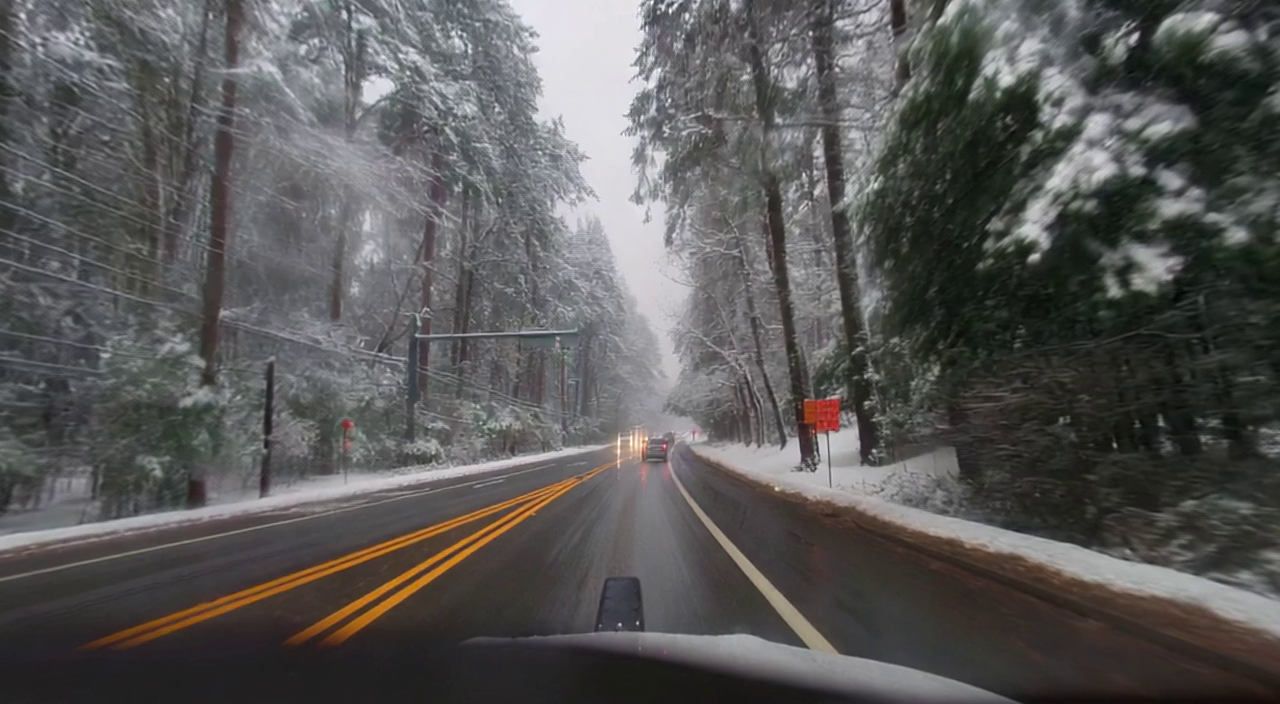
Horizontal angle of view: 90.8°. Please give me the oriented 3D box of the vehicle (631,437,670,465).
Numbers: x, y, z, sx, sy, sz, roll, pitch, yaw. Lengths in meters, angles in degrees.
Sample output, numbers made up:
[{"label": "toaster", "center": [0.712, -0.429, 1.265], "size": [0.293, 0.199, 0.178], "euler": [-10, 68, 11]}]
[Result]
[{"label": "vehicle", "center": [0.605, 5.545, 35.507], "size": [2.067, 1.486, 3.861], "euler": [-1, -9, 2]}]
